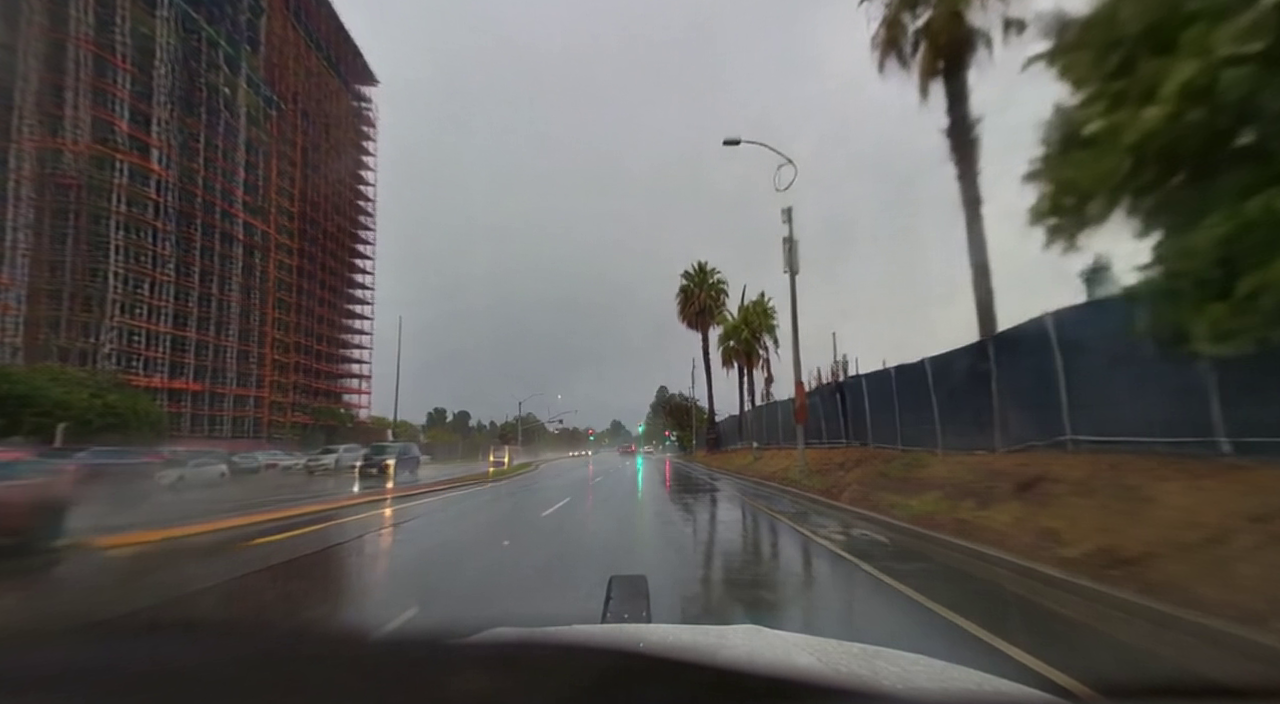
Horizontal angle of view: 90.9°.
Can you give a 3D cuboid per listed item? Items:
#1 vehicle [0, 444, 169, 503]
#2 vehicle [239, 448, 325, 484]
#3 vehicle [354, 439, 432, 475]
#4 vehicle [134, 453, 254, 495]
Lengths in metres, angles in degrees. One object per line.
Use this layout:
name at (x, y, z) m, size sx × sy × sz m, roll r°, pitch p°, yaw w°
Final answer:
vehicle at (-19.551, 4.133, 22.009) m, size 2.378 × 1.783 × 4.912 m, roll 0°, pitch -8°, yaw 0°
vehicle at (-19.332, 6.152, 34.359) m, size 1.985 × 1.625 × 4.749 m, roll -2°, pitch -7°, yaw -1°
vehicle at (-16.104, 6.870, 41.581) m, size 2.601 × 2.118 × 6.071 m, roll 0°, pitch -8°, yaw 1°
vehicle at (-19.355, 5.269, 27.693) m, size 1.836 × 1.418 × 4.956 m, roll -2°, pitch -7°, yaw -2°
